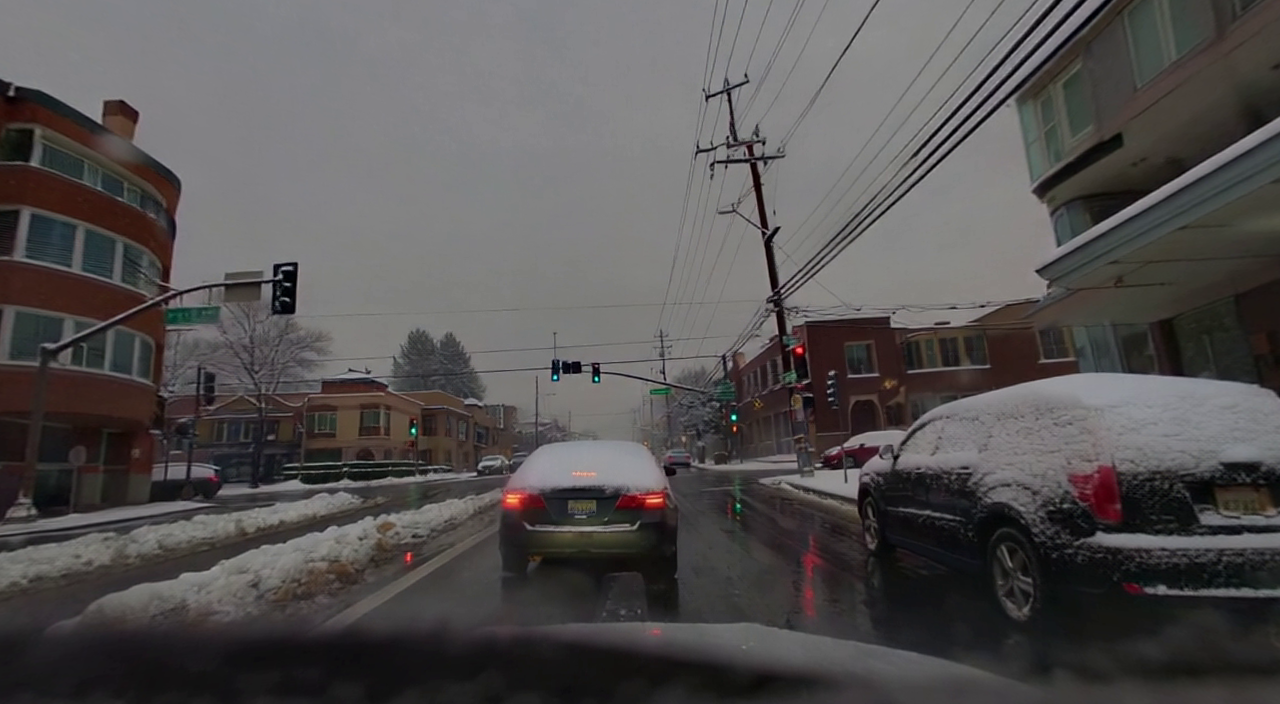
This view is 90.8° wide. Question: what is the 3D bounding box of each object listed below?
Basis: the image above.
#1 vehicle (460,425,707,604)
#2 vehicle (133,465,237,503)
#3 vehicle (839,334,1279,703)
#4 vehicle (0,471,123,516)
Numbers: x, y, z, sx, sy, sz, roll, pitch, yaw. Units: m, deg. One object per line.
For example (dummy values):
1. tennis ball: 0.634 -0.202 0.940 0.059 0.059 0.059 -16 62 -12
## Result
1. vehicle: -0.490 1.642 7.311 2.019 1.453 4.129 0 -8 -1
2. vehicle: -25.386 7.371 35.346 4.337 1.739 1.981 -5 -11 1
3. vehicle: 3.820 1.230 5.912 2.248 1.945 5.011 0 -8 0
4. vehicle: -24.780 6.032 26.975 3.891 1.538 1.698 -5 -11 0
